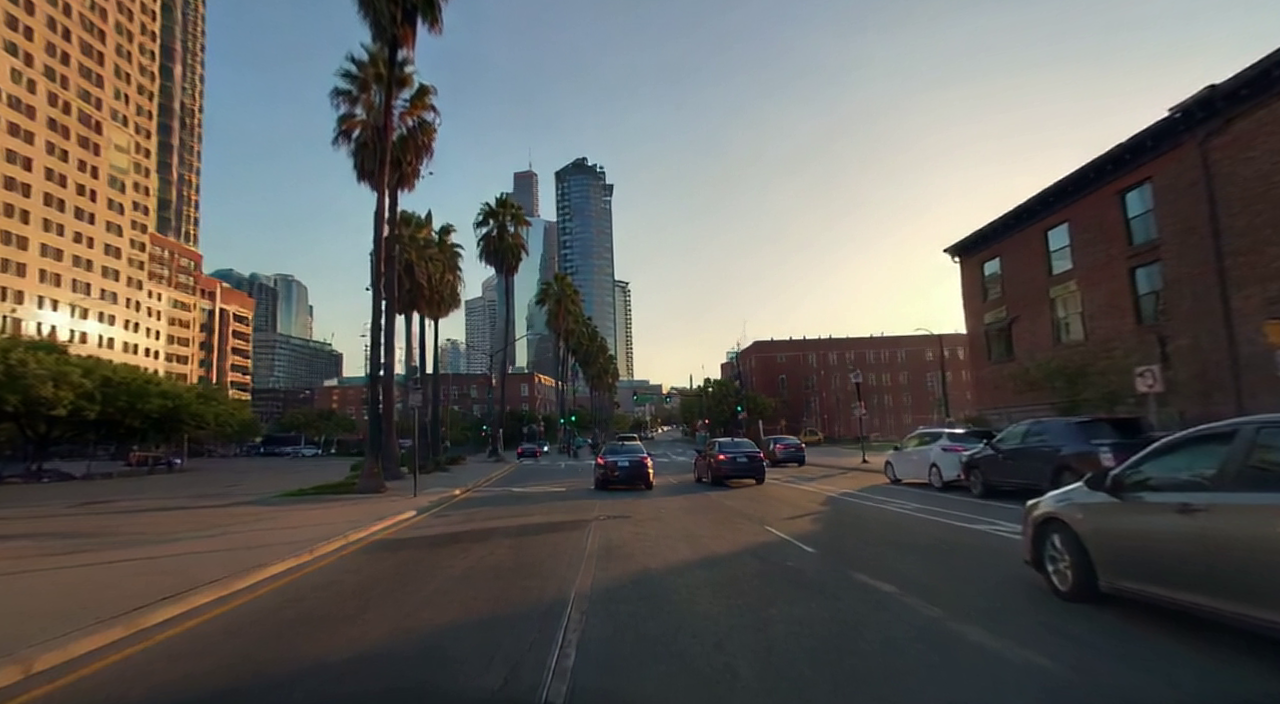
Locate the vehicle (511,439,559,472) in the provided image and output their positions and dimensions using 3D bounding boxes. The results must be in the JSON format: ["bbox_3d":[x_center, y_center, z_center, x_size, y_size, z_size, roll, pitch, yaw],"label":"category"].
[{"bbox_3d":[-5.245,5.188,31.976,1.977,1.501,4.435,0,-8,-4],"label":"vehicle"}]

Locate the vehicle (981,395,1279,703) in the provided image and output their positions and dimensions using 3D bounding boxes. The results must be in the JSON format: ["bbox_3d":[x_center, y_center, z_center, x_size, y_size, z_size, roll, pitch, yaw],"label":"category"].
[{"bbox_3d":[3.955,0.977,3.213,1.920,1.490,4.417,0,-8,-1],"label":"vehicle"}]

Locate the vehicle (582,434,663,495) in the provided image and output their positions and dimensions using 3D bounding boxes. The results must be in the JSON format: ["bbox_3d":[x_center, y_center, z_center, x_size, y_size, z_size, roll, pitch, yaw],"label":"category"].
[{"bbox_3d":[-0.524,3.110,17.878,2.048,1.503,3.681,0,-8,-3],"label":"vehicle"}]

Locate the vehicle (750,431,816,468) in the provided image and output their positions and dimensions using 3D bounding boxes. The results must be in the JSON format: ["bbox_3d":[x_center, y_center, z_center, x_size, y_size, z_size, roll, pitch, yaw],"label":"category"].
[{"bbox_3d":[7.023,4.860,31.640,2.000,1.685,4.487,0,-8,-3],"label":"vehicle"}]

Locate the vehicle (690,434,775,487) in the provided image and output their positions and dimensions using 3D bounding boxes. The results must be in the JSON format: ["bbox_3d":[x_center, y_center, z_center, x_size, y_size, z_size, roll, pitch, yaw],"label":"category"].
[{"bbox_3d":[2.800,3.376,20.001,1.909,1.500,3.524,0,-8,-4],"label":"vehicle"}]

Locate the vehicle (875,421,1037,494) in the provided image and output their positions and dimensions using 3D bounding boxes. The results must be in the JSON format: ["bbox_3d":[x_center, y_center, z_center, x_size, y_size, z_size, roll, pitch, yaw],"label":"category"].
[{"bbox_3d":[8.419,2.844,17.404,1.946,1.715,4.365,0,-8,-4],"label":"vehicle"}]
